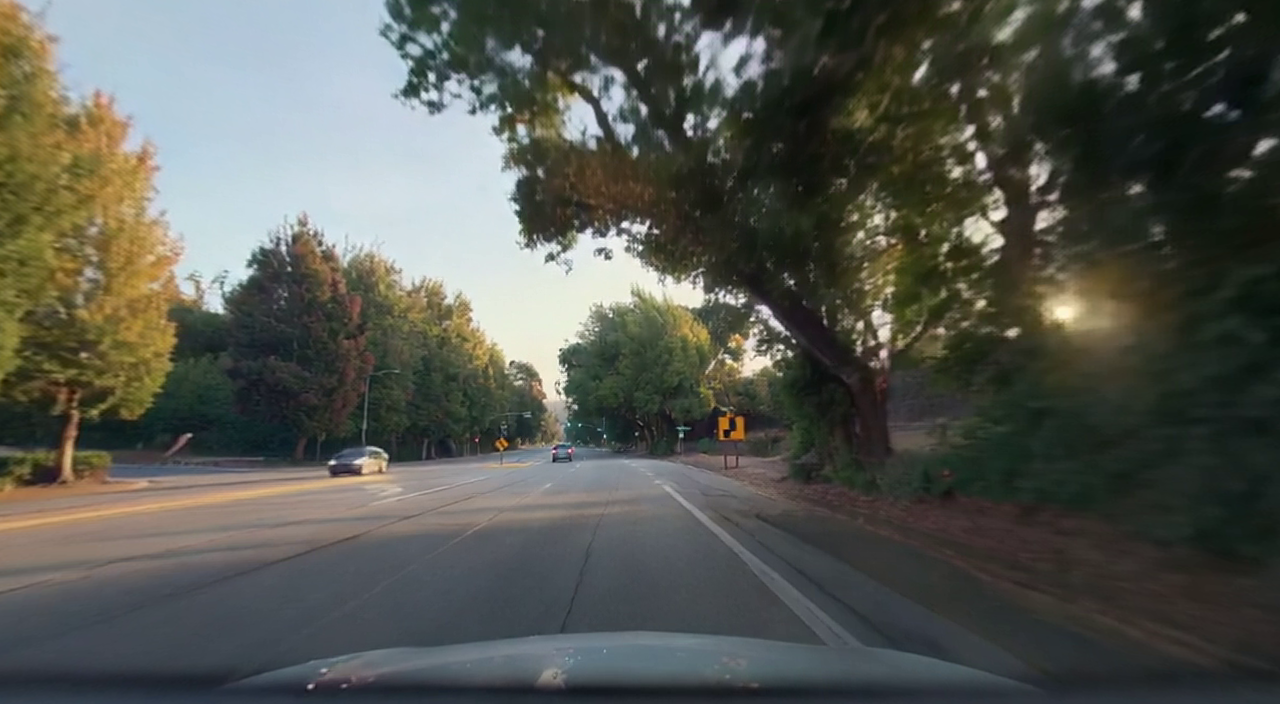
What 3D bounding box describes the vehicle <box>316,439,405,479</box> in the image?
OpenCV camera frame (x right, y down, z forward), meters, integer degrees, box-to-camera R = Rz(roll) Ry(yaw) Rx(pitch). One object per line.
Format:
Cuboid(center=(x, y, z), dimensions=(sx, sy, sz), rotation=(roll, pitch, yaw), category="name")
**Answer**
Cuboid(center=(-14.231, 5.452, 32.600), dimensions=(2.277, 1.857, 5.330), rotation=(0, -8, -2), category="vehicle")
